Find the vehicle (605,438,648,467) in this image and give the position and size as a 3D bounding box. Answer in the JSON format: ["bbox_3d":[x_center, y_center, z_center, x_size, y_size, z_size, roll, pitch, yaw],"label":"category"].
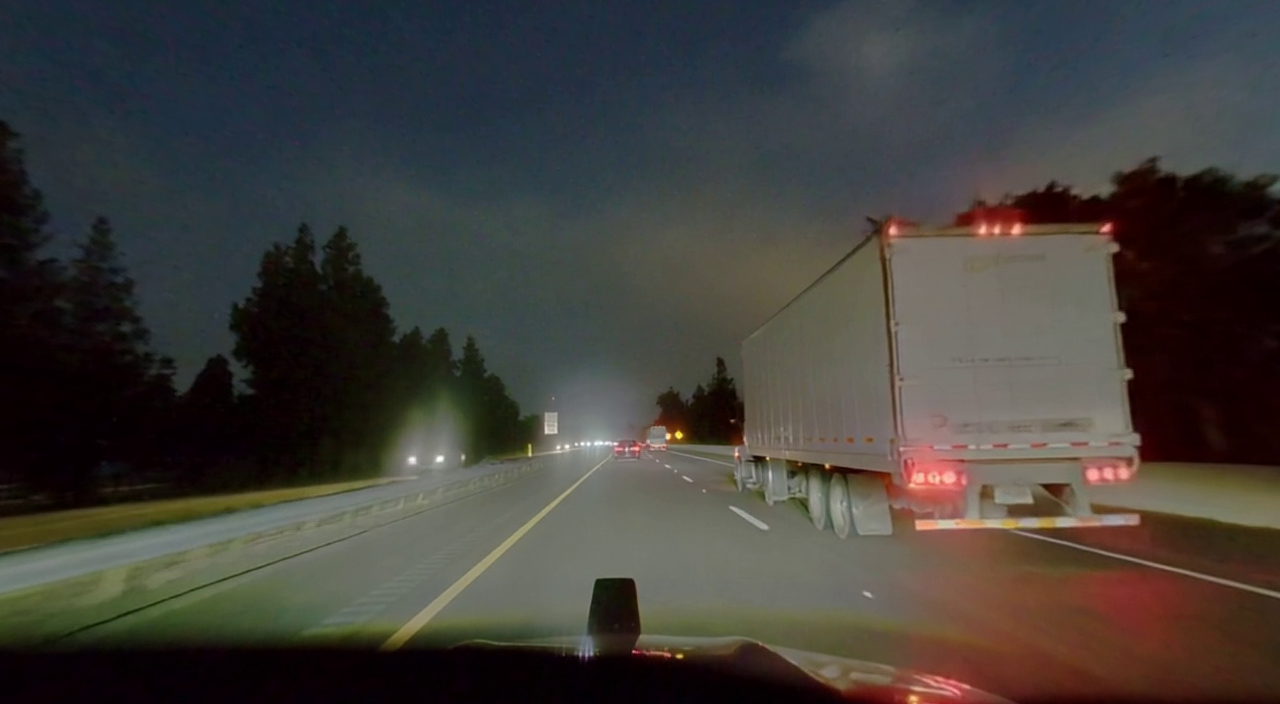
[{"bbox_3d":[-0.753,5.557,35.025,2.259,1.466,3.693,0,-8,-1],"label":"vehicle"}]

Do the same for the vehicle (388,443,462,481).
[{"bbox_3d":[-9.191,4.701,27.294,1.882,1.446,3.944,0,-8,-1],"label":"vehicle"}]

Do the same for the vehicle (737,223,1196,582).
[{"bbox_3d":[3.782,0.971,10.306,2.921,3.526,8.207,0,-8,-1],"label":"vehicle"}]
